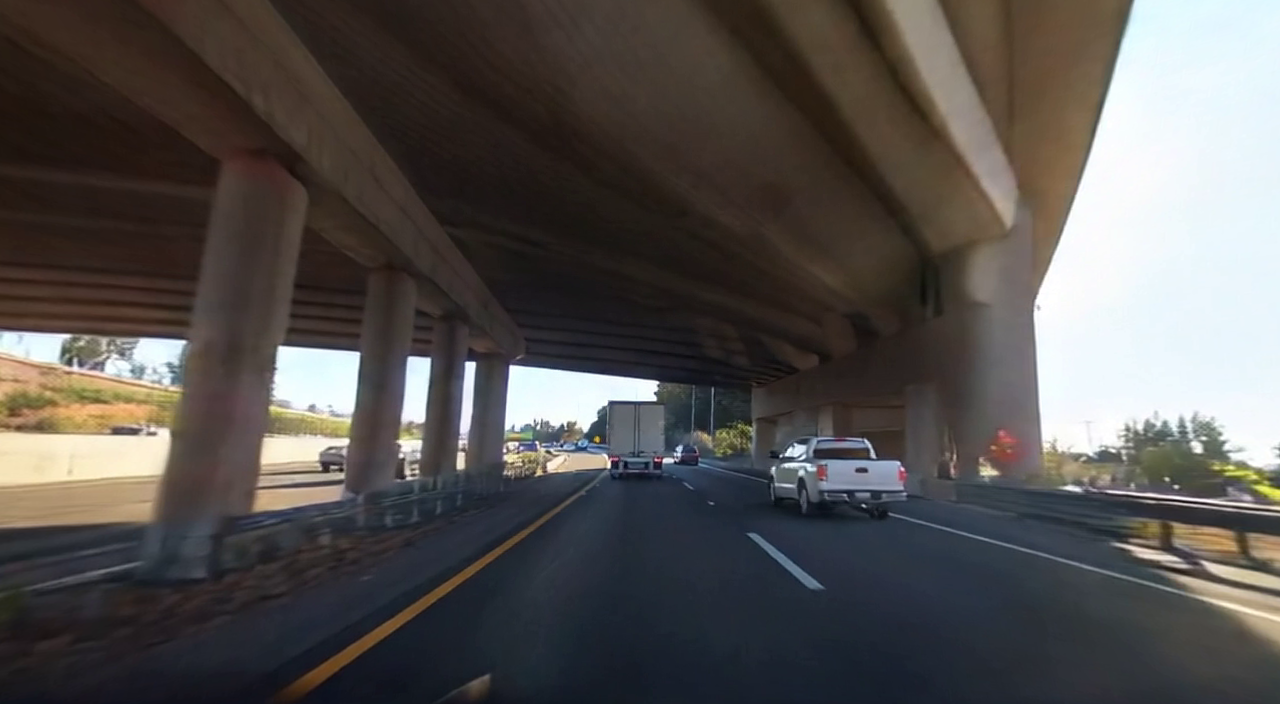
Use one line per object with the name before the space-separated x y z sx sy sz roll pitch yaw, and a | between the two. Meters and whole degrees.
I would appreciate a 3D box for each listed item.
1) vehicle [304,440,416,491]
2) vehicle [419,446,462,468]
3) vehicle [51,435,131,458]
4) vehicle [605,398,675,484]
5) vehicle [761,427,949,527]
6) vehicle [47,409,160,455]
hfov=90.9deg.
vehicle | -9.567 3.894 21.995 2.006 1.562 4.475 0 -9 -2
vehicle | -14.495 7.622 46.130 1.906 1.510 4.303 0 -9 -3
vehicle | -36.682 6.290 42.283 1.685 1.437 4.139 -1 -7 -2
vehicle | -0.070 4.580 32.146 2.916 3.584 10.841 0 -9 -1
vehicle | 4.244 2.572 13.593 2.189 1.709 5.131 0 -9 -1
vehicle | -41.299 6.291 48.943 2.643 3.226 7.180 0 -9 -3
